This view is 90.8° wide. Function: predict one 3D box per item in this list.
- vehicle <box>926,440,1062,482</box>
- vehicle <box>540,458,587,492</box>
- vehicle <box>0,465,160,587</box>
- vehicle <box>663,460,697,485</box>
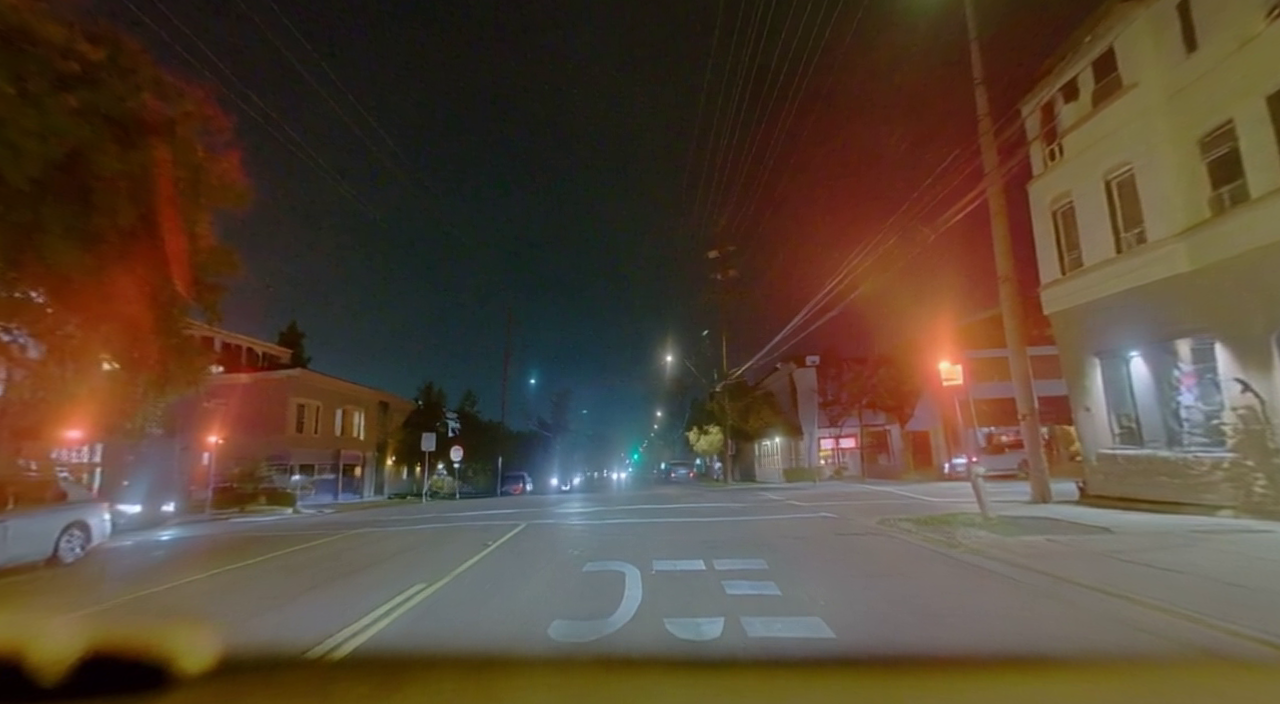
[{"bbox_3d":[14.945,4.594,26.827,4.609,1.660,1.900,0,-8,-3],"label":"vehicle"},{"bbox_3d":[-4.167,6.801,35.167,2.108,1.651,4.176,0,-8,0],"label":"vehicle"},{"bbox_3d":[-9.423,2.440,8.796,2.000,1.495,4.687,-2,-8,-3],"label":"vehicle"},{"bbox_3d":[3.029,9.260,48.799,2.122,1.699,4.463,0,-8,-2],"label":"vehicle"}]
